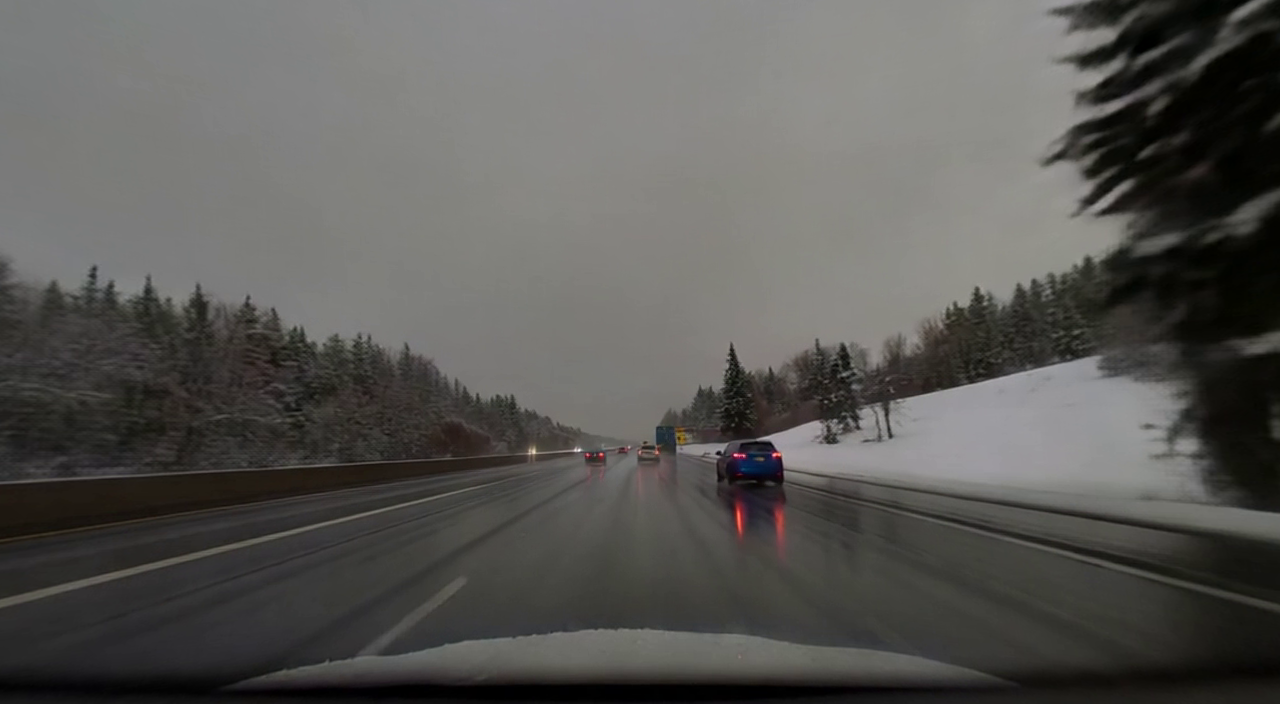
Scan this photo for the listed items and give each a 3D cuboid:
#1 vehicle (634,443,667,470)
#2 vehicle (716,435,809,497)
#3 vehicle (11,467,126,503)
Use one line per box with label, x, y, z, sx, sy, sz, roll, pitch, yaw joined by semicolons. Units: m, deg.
vehicle;0.696;7.290;44.210;2.205;1.785;4.423;0;-9;0
vehicle;3.758;3.585;20.179;2.082;1.720;4.393;0;-9;0
vehicle;-29.082;6.760;32.245;1.879;1.549;4.150;0;-9;1
